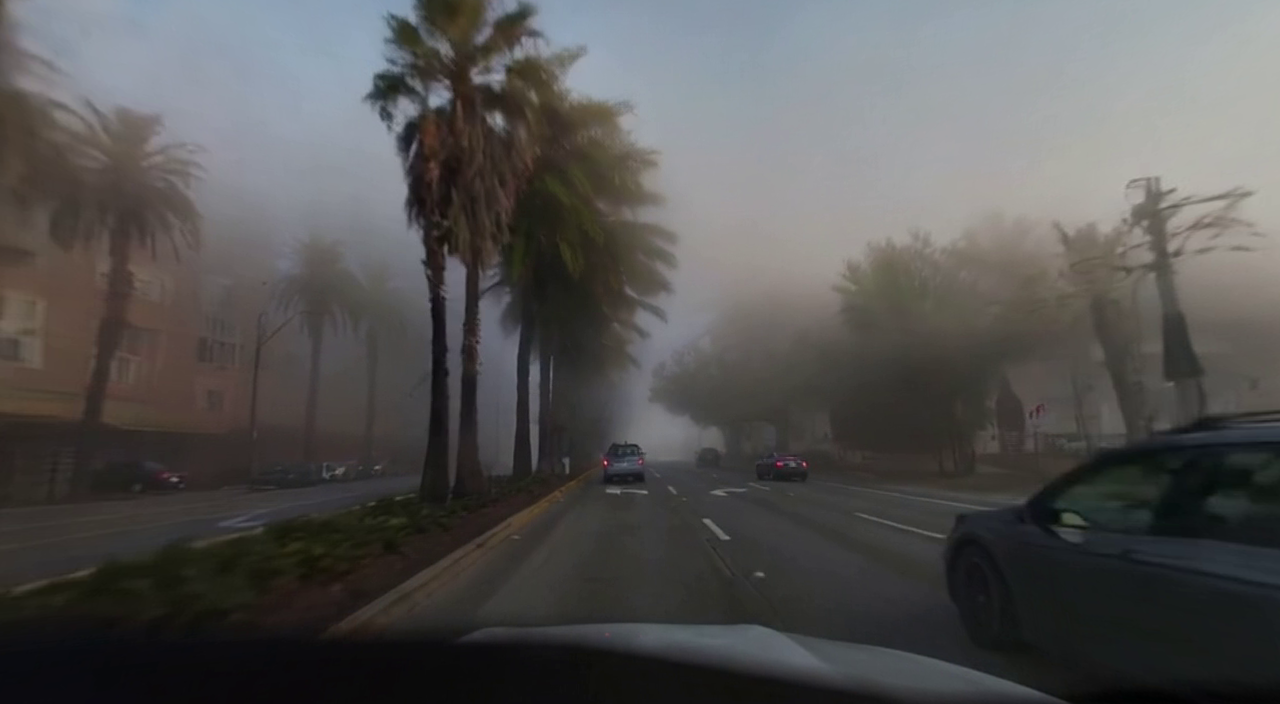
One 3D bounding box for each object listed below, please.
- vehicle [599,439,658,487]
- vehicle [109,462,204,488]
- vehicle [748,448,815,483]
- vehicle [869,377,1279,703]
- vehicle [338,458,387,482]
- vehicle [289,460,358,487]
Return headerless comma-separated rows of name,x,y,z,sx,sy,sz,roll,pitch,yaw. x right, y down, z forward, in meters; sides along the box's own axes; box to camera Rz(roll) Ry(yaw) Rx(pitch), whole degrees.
vehicle,-0.489,4.627,26.520,2.277,1.816,4.192,0,-9,-1
vehicle,-30.214,7.711,39.413,4.400,1.474,1.732,1,-9,-1
vehicle,6.572,5.302,29.821,1.975,1.483,4.769,0,-9,-2
vehicle,3.082,1.023,2.898,2.195,1.590,4.668,0,-9,-1
vehicle,-19.761,8.383,44.923,1.753,1.600,4.040,0,-9,-2
vehicle,-19.558,7.513,39.127,1.920,1.505,4.351,0,-9,1
